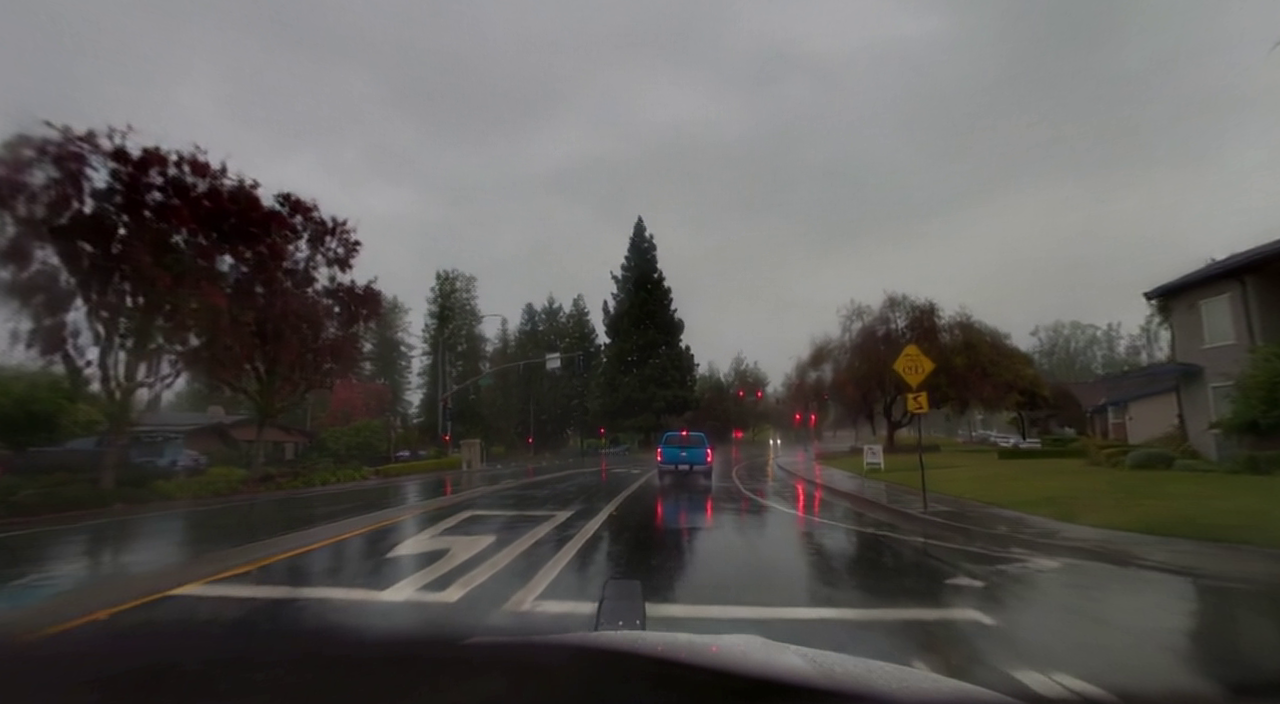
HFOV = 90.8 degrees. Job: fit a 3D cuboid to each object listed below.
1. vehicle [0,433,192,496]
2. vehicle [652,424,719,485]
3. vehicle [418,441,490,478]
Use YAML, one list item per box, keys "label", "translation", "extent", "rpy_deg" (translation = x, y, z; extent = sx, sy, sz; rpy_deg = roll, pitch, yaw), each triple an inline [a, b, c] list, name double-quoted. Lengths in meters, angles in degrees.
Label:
- label: "vehicle"
  translation: [-20.689, 4.269, 24.253]
  extent: [5.208, 1.960, 2.385]
  rpy_deg: [-3, -8, -2]
- label: "vehicle"
  translation: [1.723, 3.688, 22.837]
  extent: [2.153, 1.942, 4.767]
  rpy_deg: [-1, -9, 6]
- label: "vehicle"
  translation: [-10.468, 6.037, 35.978]
  extent: [2.053, 1.822, 4.852]
  rpy_deg: [-3, -7, 9]
